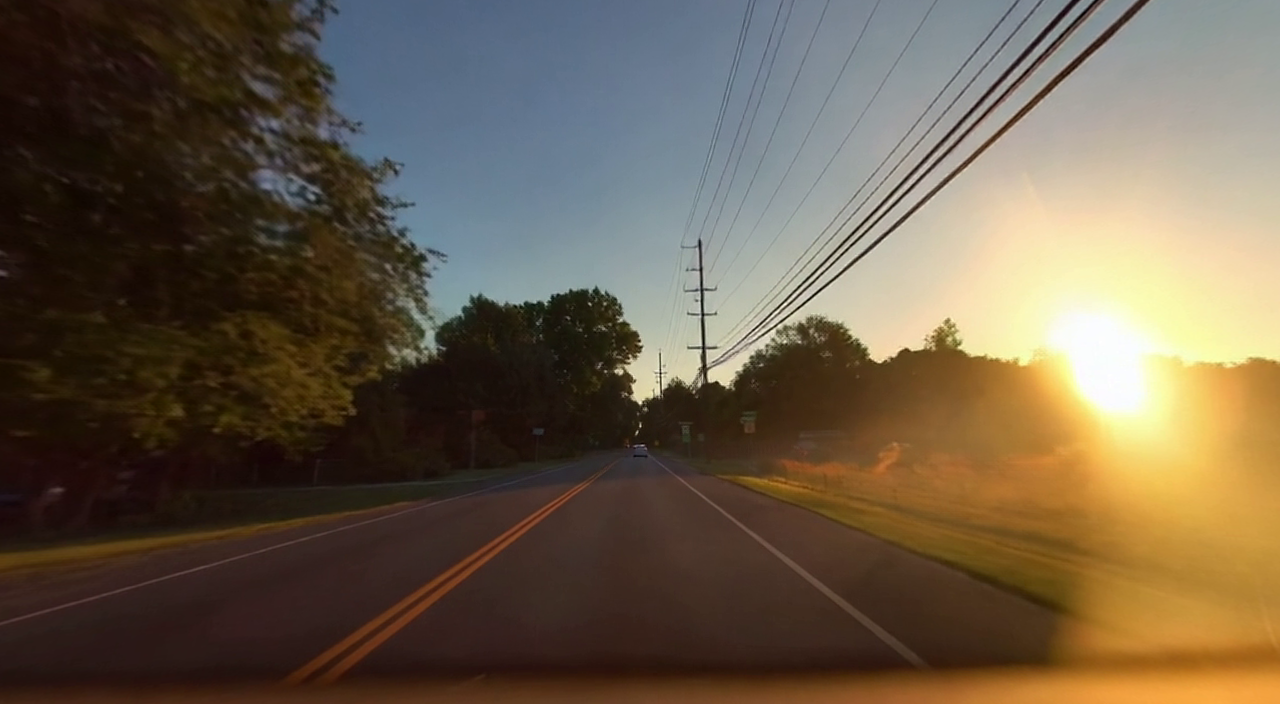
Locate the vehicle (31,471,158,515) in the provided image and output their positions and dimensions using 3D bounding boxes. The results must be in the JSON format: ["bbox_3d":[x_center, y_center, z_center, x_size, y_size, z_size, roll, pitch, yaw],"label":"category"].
[{"bbox_3d":[-28.406,7.335,32.897,4.729,1.830,2.178,-4,-9,3],"label":"vehicle"}]
